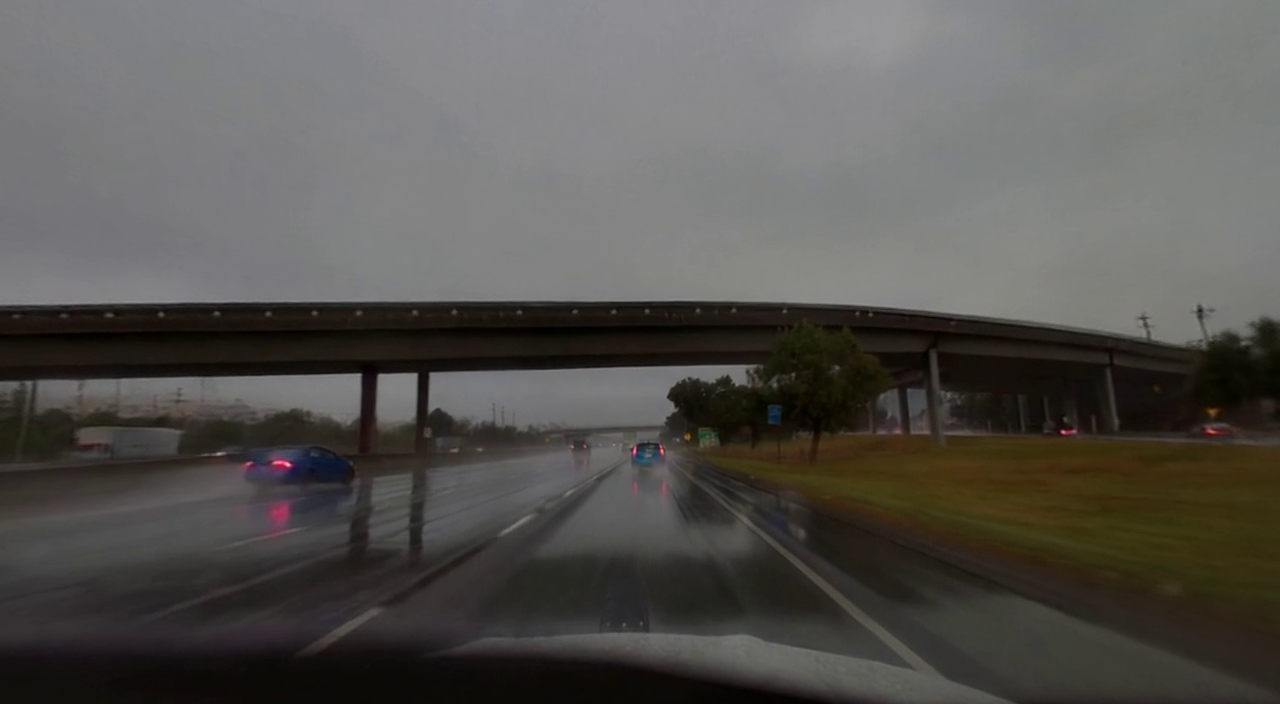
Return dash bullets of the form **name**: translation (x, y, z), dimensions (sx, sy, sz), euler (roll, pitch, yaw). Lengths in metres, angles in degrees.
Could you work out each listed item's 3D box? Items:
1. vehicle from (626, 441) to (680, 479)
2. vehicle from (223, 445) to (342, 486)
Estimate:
- **vehicle**: translation (0.533, 4.626, 27.328), dimensions (2.145, 1.493, 4.146), euler (0, -9, 0)
- **vehicle**: translation (-14.437, 4.570, 25.877), dimensions (1.960, 1.505, 4.854), euler (0, -9, 2)
